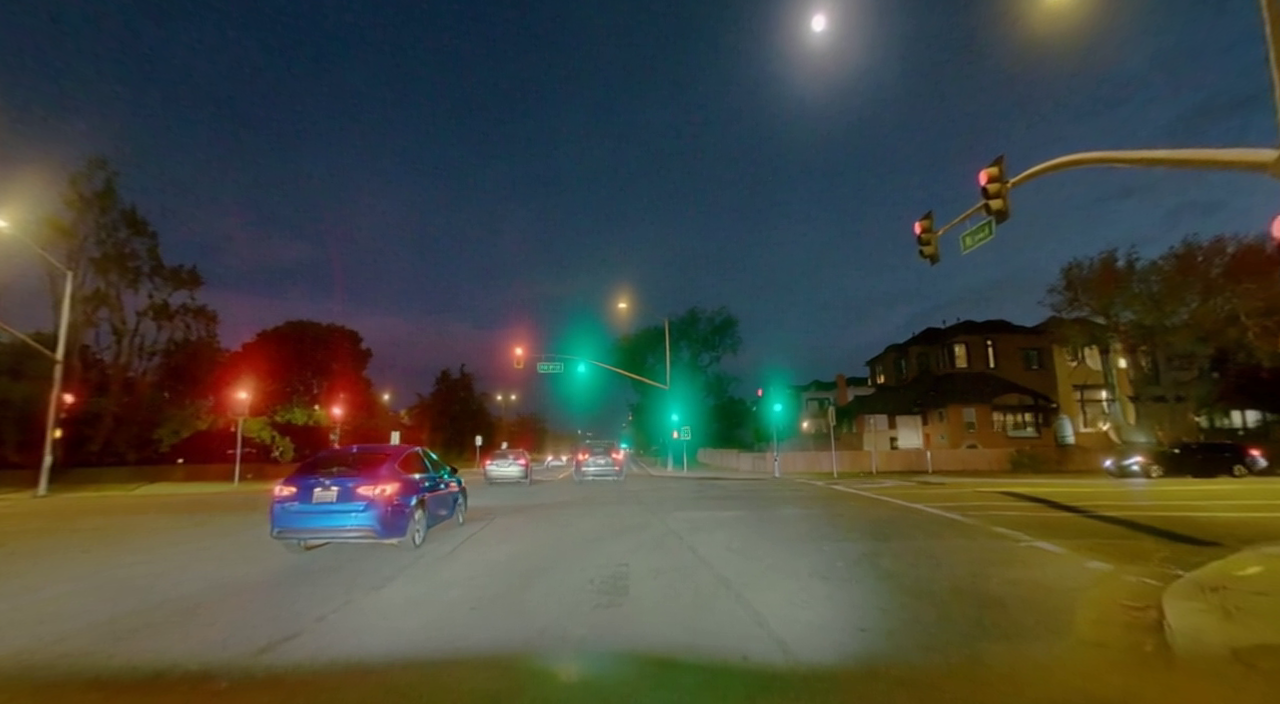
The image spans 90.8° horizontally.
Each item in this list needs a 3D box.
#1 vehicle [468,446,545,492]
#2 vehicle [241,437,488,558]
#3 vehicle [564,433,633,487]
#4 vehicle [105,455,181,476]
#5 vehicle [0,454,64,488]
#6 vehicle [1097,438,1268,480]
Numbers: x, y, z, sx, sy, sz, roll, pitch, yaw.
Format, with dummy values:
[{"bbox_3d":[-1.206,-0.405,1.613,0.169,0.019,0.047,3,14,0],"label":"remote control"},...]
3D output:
[{"bbox_3d":[-4.655,4.099,22.658,1.934,1.459,4.368,0,-8,-2],"label":"vehicle"},{"bbox_3d":[-4.017,2.176,10.323,1.977,1.488,4.741,0,-8,-1],"label":"vehicle"},{"bbox_3d":[-1.581,4.118,24.430,2.396,1.881,4.606,0,-8,-3],"label":"vehicle"},{"bbox_3d":[-37.310,8.518,47.565,1.703,1.466,4.296,-2,-9,10],"label":"vehicle"},{"bbox_3d":[-33.085,6.217,33.304,2.113,1.603,4.222,2,-9,-13],"label":"vehicle"},{"bbox_3d":[20.081,3.974,23.611,4.353,1.431,1.876,-2,-9,11],"label":"vehicle"}]
